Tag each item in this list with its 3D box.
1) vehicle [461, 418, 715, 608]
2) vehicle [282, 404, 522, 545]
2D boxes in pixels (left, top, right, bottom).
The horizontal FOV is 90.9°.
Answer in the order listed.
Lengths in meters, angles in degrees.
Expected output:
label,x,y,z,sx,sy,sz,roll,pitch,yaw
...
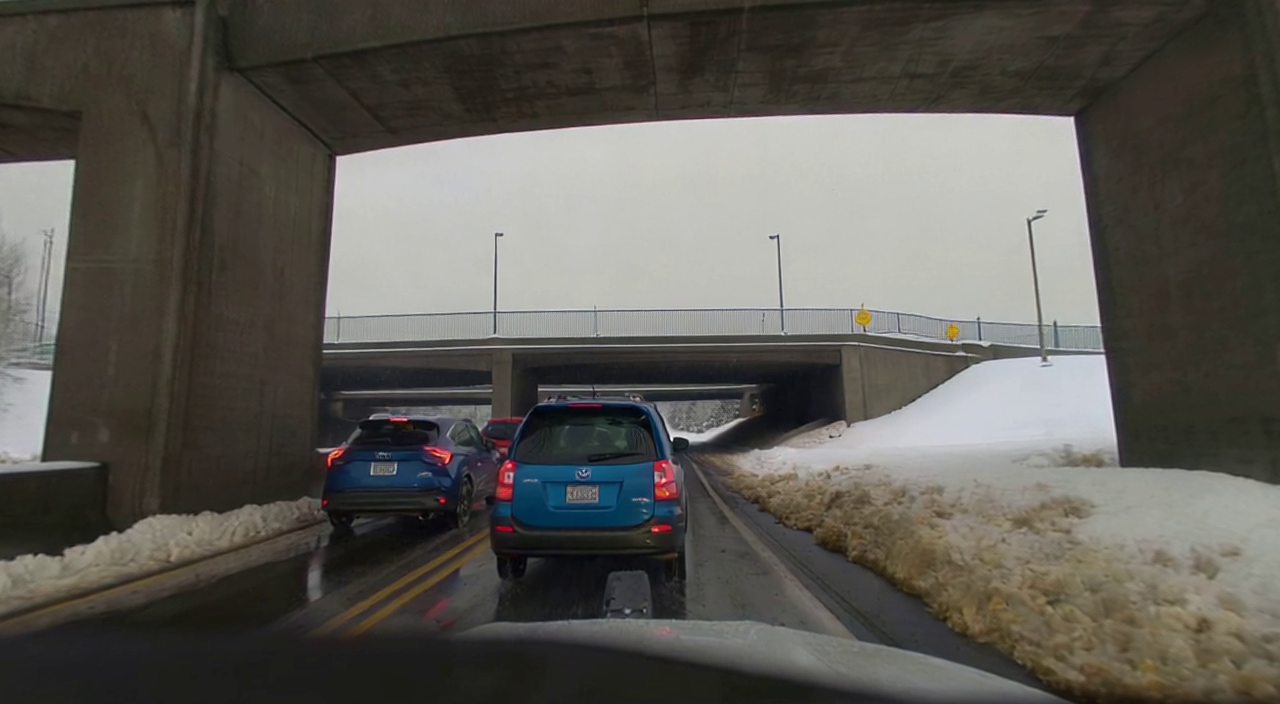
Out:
label,x,y,z,sx,sy,sz,roll,pitch,yaw
vehicle,-0.301,1.579,7.106,2.020,1.478,4.092,-1,-8,4
vehicle,-3.451,1.895,10.343,2.017,1.761,4.572,0,-8,2
